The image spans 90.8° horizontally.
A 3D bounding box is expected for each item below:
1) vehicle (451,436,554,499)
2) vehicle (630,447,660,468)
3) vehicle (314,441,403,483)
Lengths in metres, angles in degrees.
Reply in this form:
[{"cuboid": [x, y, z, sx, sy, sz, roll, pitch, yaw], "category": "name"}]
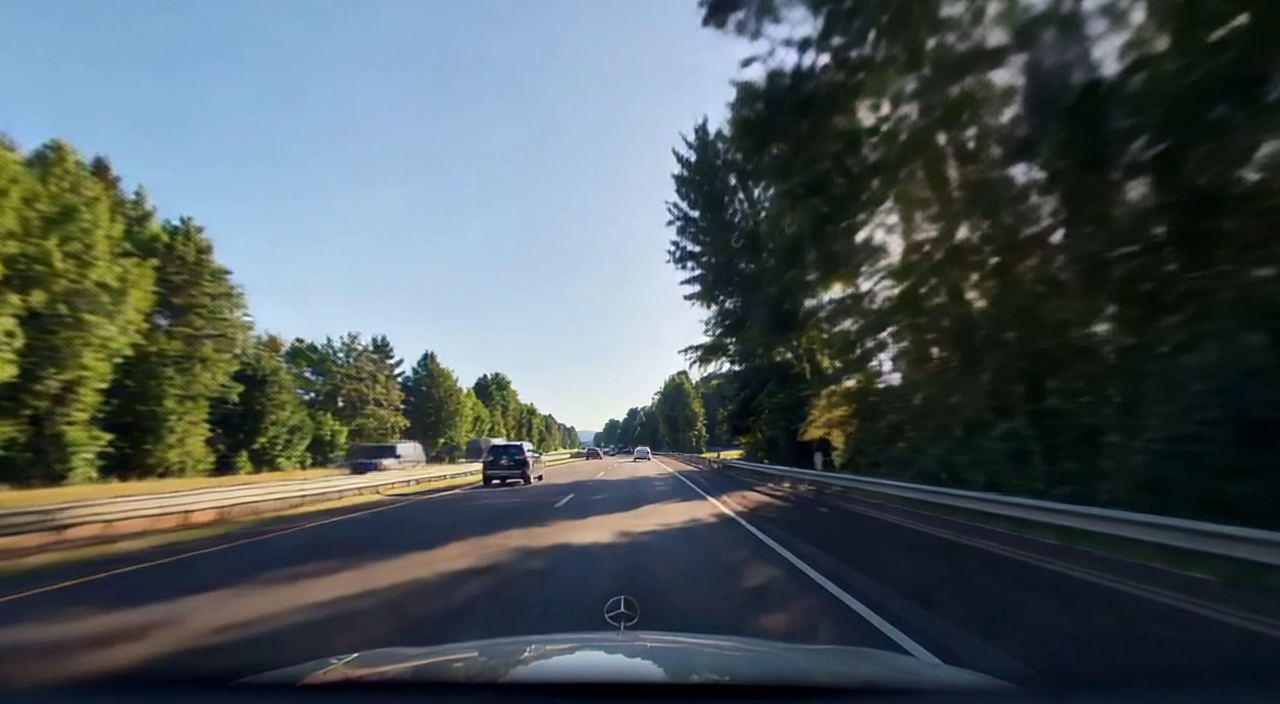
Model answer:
[{"cuboid": [-3.958, 3.404, 19.031, 2.100, 1.667, 4.223, 0, -9, 1], "category": "vehicle"}, {"cuboid": [0.304, 7.586, 45.556, 2.046, 1.452, 4.407, 0, -9, -1], "category": "vehicle"}, {"cuboid": [-12.778, 5.001, 29.004, 2.002, 1.734, 4.429, 0, -9, 1], "category": "vehicle"}]
